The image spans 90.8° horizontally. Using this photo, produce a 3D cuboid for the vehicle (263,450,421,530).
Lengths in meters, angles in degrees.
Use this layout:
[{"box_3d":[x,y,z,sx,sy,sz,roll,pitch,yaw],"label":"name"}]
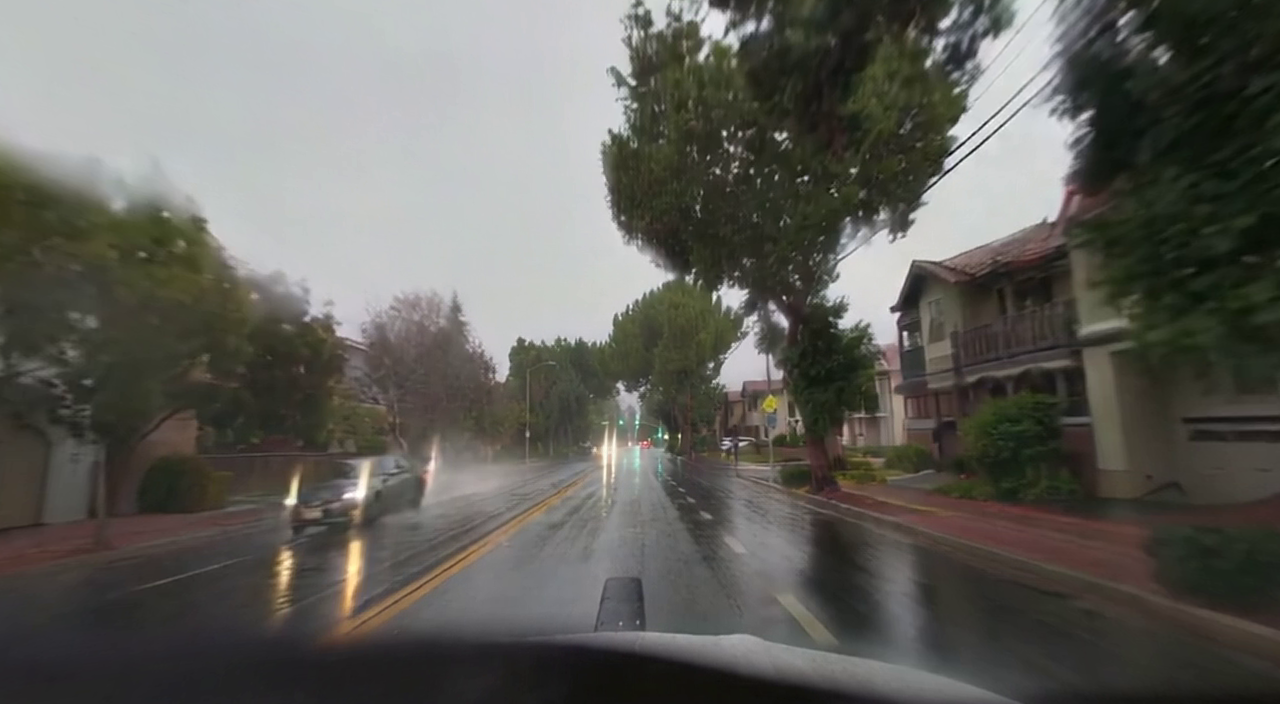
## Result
[{"box_3d":[-7.407,3.405,16.255,2.010,1.553,4.312,-5,-8,0],"label":"vehicle"}]
